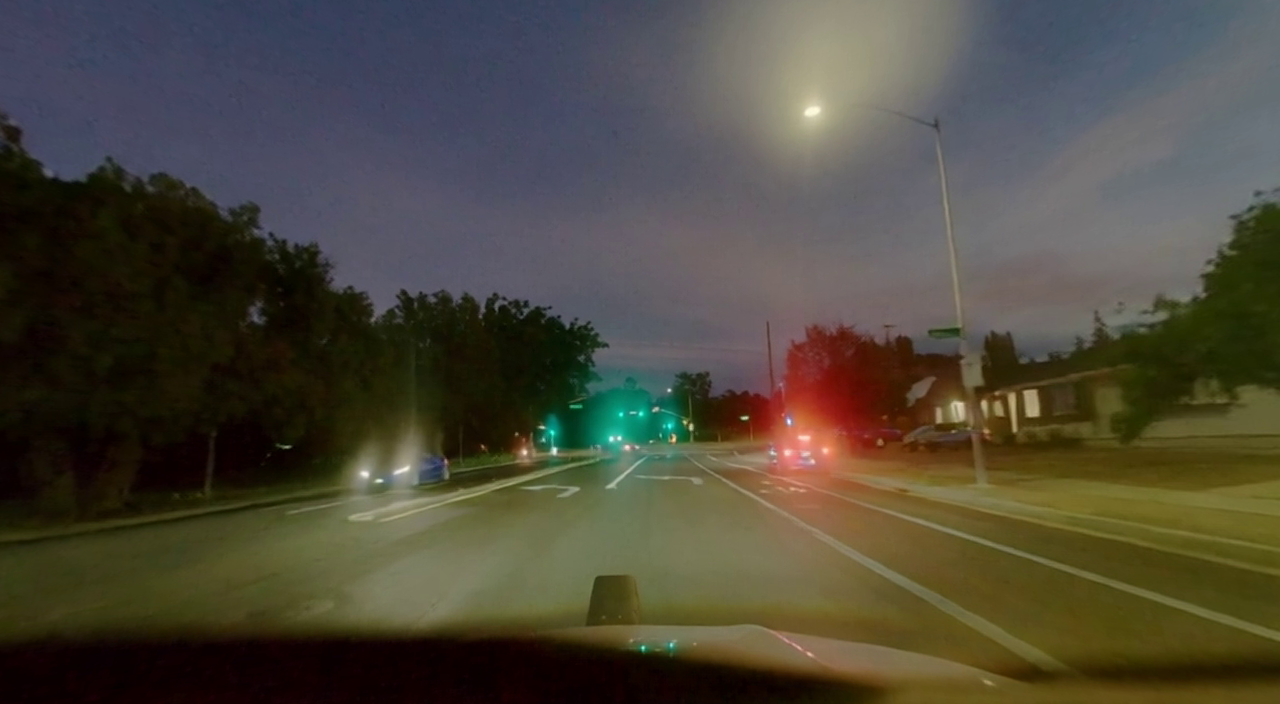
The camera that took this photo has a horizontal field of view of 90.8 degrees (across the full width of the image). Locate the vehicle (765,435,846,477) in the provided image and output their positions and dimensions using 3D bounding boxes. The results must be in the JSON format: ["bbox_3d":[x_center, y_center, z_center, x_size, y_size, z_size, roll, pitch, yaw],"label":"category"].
[{"bbox_3d":[6.141,3.909,24.023,1.917,1.440,4.335,0,-8,0],"label":"vehicle"}]

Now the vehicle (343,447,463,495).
[{"bbox_3d":[-8.391,4.213,22.917,2.067,1.491,4.807,-1,-8,6],"label":"vehicle"}]

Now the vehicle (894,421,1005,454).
[{"bbox_3d":[14.393,4.000,29.593,4.164,1.470,1.921,0,-7,4],"label":"vehicle"}]

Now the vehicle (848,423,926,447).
[{"bbox_3d":[15.694,5.299,40.248,4.210,1.474,1.799,-1,-8,3],"label":"vehicle"}]
